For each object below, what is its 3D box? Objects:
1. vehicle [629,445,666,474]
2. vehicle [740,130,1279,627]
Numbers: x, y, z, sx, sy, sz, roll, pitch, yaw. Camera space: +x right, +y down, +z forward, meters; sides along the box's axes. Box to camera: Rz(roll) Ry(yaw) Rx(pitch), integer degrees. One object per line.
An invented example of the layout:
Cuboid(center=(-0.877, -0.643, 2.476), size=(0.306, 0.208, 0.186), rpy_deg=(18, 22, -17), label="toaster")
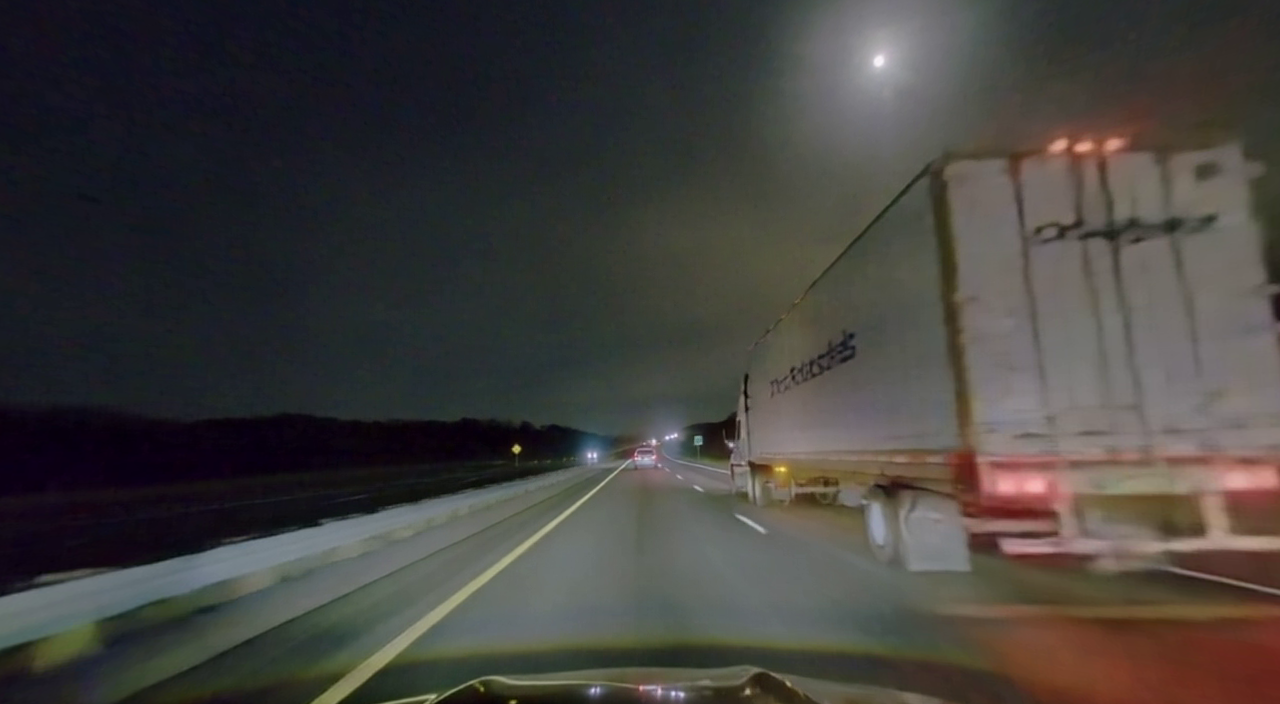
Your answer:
Cuboid(center=(0.422, 6.643, 38.841), size=(2.160, 1.691, 4.243), rpy_deg=(0, -9, 0), label="vehicle")
Cuboid(center=(4.827, 1.248, 12.707), size=(3.167, 4.180, 14.924), rpy_deg=(2, -9, 0), label="vehicle")
